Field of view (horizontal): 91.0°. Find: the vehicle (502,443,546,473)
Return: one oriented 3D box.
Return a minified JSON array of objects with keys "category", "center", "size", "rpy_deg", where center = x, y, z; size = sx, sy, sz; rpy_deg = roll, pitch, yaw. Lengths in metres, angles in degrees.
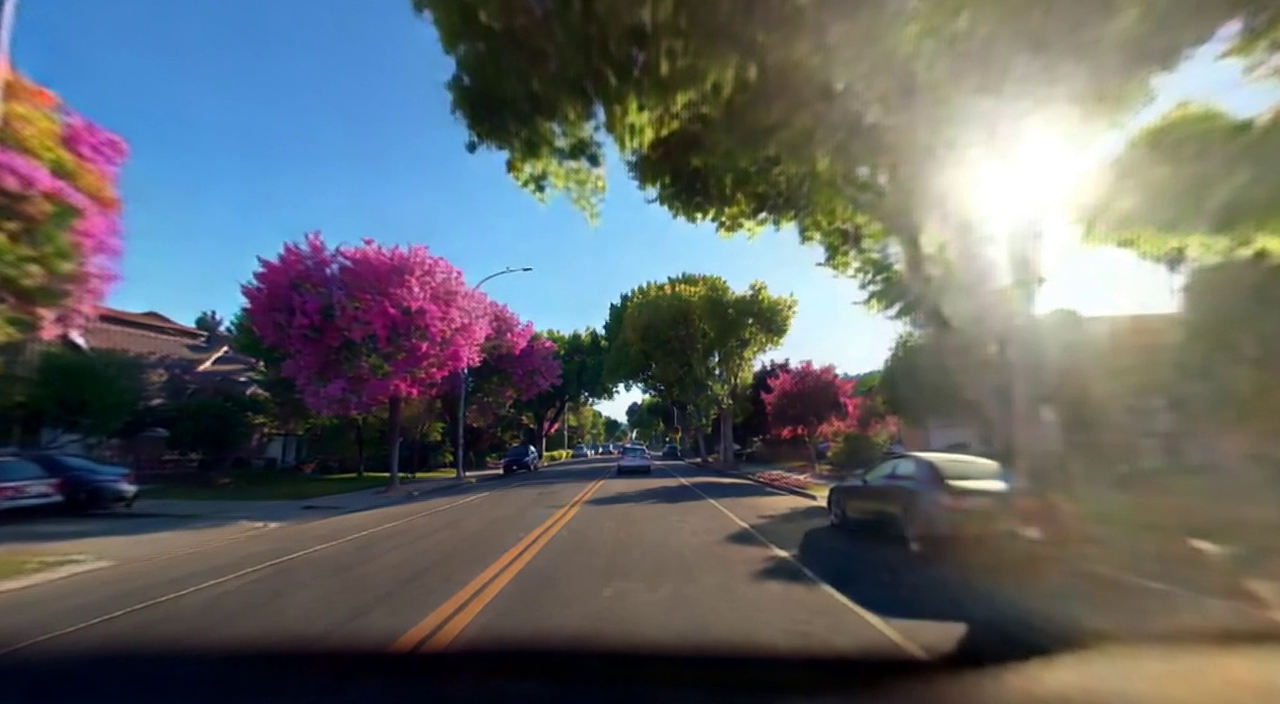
[{"category":"vehicle","center":[-7.649,7.048,41.739],"size":[2.022,1.795,4.337],"rpy_deg":[-3,-10,1]}]

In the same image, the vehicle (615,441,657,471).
[{"category":"vehicle","center":[-0.236,5.607,34.149],"size":[2.104,1.500,3.815],"rpy_deg":[0,-8,-1]}]

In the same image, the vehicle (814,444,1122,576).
[{"category":"vehicle","center":[4.464,2.181,9.793],"size":[1.977,1.481,5.155],"rpy_deg":[0,-8,-1]}]
